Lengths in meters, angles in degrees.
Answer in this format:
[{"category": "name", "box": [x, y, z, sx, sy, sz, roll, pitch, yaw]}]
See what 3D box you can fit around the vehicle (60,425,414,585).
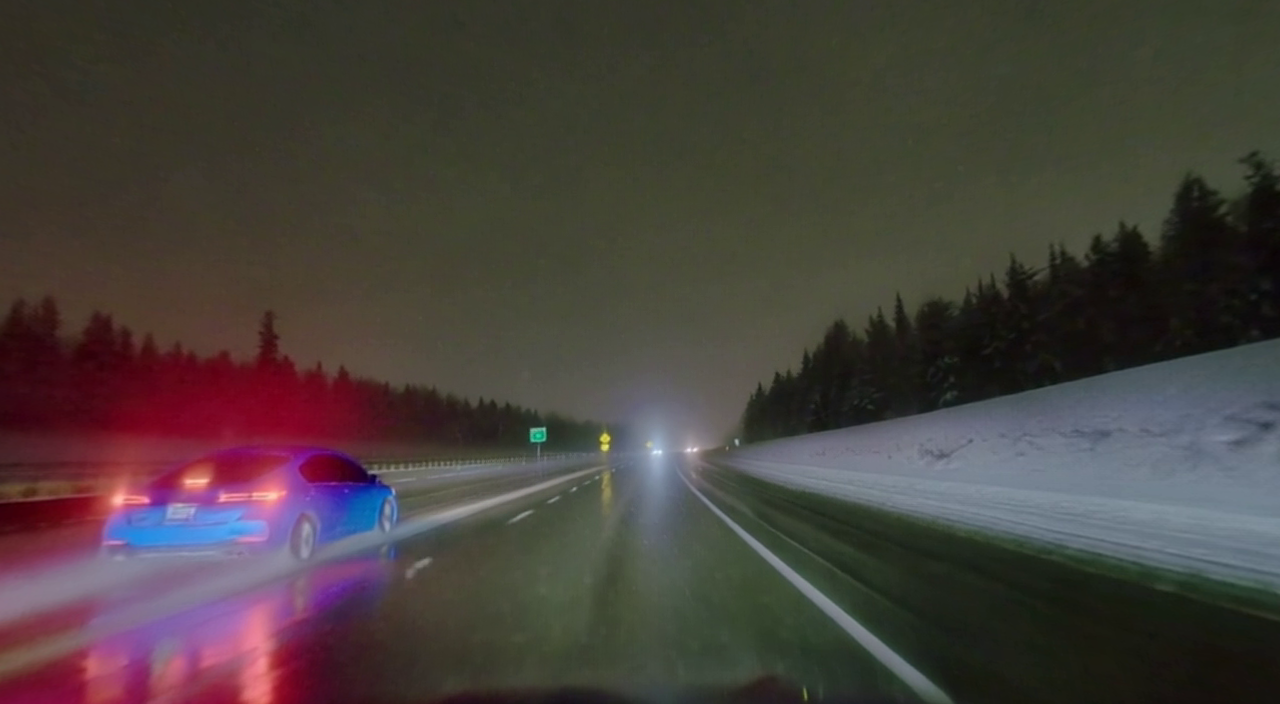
[{"category": "vehicle", "box": [-4.546, 1.749, 7.971, 1.928, 1.504, 3.745, 0, -9, 1]}]
